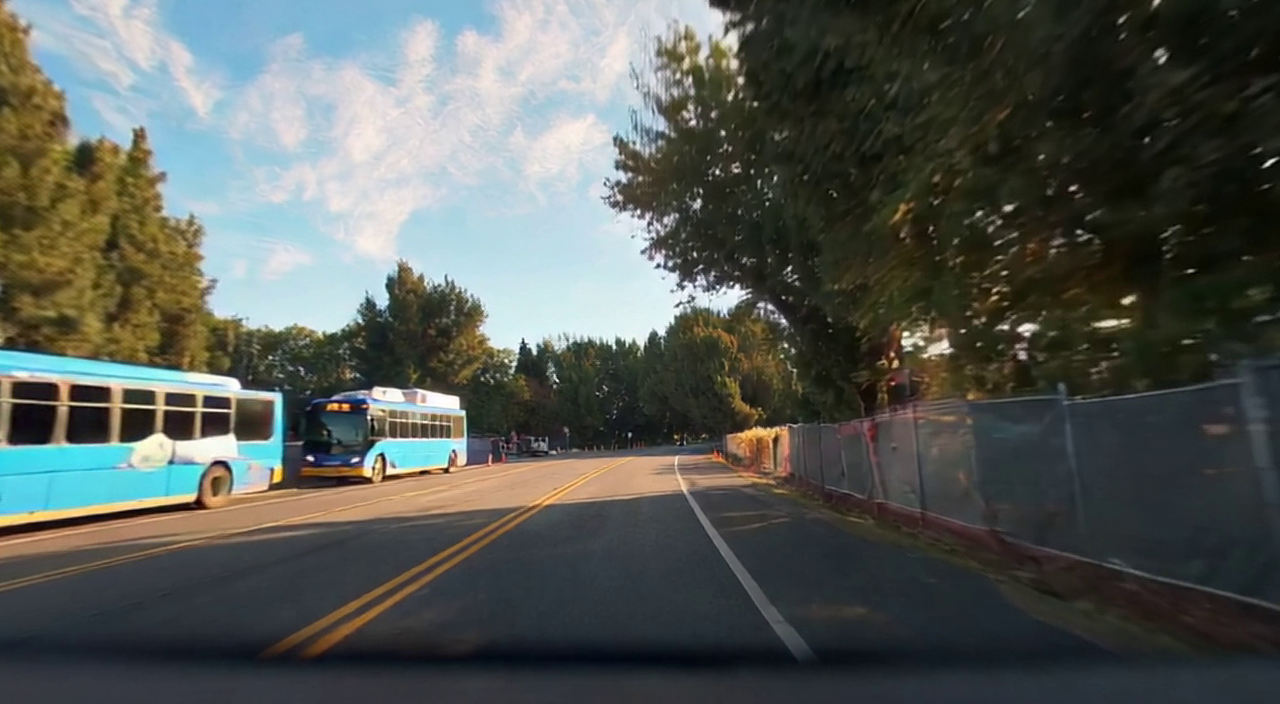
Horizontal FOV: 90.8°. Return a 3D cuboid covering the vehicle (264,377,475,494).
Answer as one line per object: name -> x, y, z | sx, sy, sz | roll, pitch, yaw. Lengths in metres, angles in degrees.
vehicle -> -10.344, 3.445, 26.470 | 3.092, 3.562, 12.230 | -4, -7, 2

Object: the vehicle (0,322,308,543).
vehicle -> -10.861, 1.557, 11.851 | 3.057, 3.290, 9.617 | -2, -8, 7
